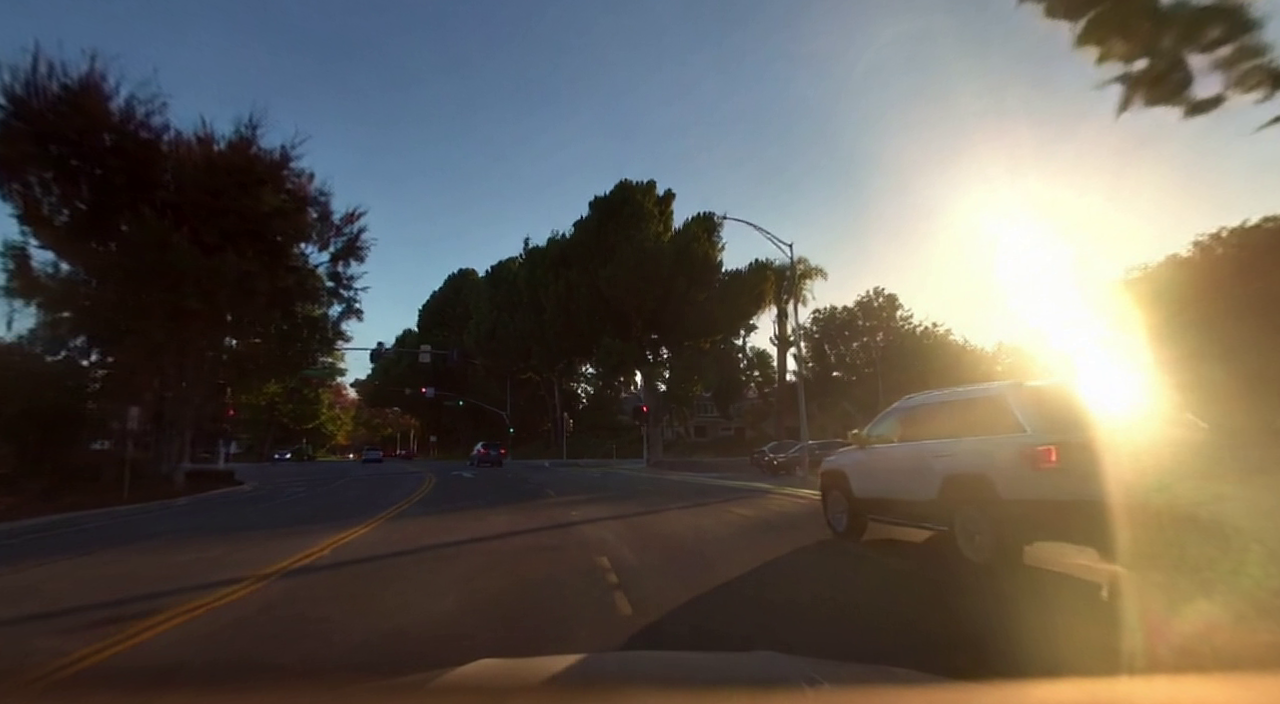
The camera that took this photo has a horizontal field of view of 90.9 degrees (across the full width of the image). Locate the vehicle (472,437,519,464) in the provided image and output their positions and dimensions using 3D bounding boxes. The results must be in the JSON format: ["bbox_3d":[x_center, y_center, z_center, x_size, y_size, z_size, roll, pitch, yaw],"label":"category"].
[{"bbox_3d":[-9.929,6.738,43.045,2.138,1.729,4.178,4,-9,-26],"label":"vehicle"}]

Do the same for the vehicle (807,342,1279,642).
[{"bbox_3d":[4.164,1.372,7.315,2.338,2.063,5.592,1,-9,-7],"label":"vehicle"}]
